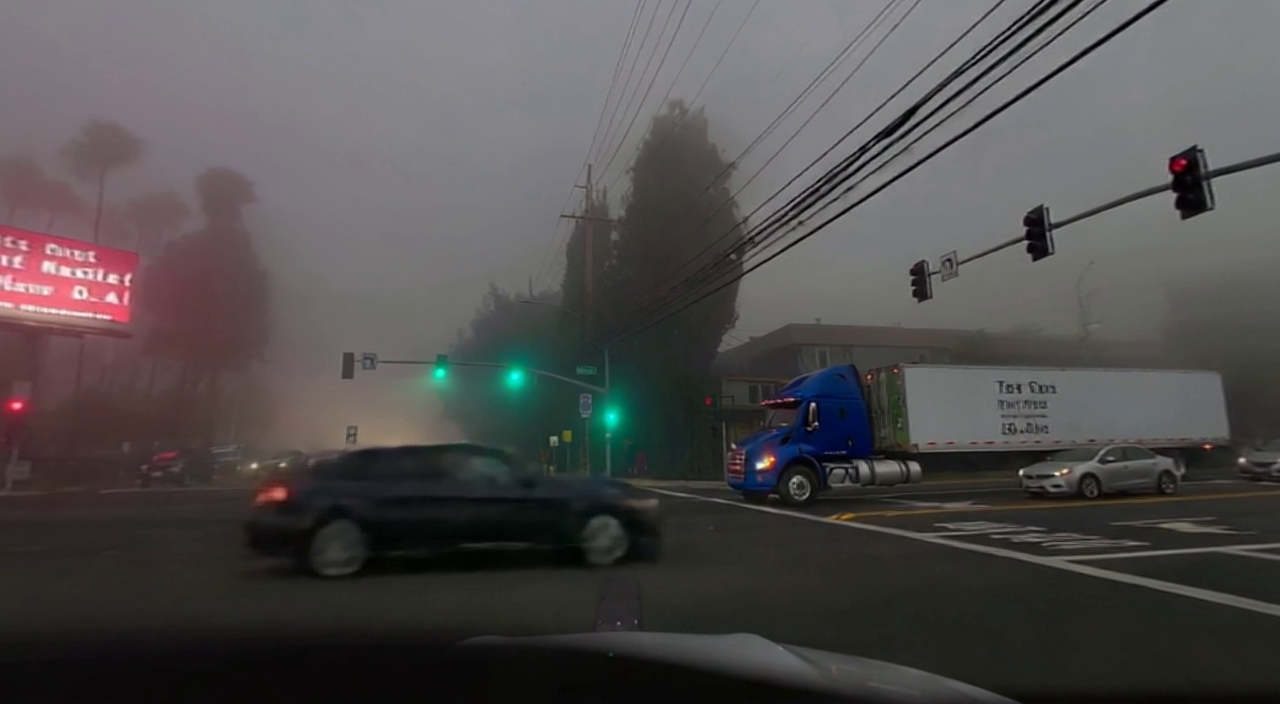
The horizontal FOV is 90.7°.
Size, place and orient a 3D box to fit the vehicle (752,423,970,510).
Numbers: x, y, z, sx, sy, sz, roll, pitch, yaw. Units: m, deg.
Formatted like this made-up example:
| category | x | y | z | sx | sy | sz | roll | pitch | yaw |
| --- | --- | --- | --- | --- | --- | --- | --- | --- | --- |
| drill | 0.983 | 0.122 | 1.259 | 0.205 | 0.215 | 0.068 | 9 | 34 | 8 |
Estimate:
| category | x | y | z | sx | sy | sz | roll | pitch | yaw |
| --- | --- | --- | --- | --- | --- | --- | --- | --- | --- |
| vehicle | 5.952 | 3.104 | 17.345 | 5.079 | 1.893 | 2.200 | -1 | -10 | -14 |

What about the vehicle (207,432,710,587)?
| category | x | y | z | sx | sy | sz | roll | pitch | yaw |
| --- | --- | --- | --- | --- | --- | --- | --- | --- | --- |
| vehicle | -1.918 | 1.762 | 7.773 | 5.114 | 1.492 | 2.040 | 2 | -9 | -13 |

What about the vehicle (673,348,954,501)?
| category | x | y | z | sx | sy | sz | roll | pitch | yaw |
| --- | --- | --- | --- | --- | --- | --- | --- | --- | --- |
| vehicle | 5.431 | 2.375 | 20.501 | 8.167 | 4.352 | 3.029 | 2 | -9 | -14 |

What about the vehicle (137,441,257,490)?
| category | x | y | z | sx | sy | sz | roll | pitch | yaw |
| --- | --- | --- | --- | --- | --- | --- | --- | --- | --- |
| vehicle | -25.193 | 6.434 | 36.418 | 2.989 | 2.573 | 6.053 | 1 | -9 | -7 |

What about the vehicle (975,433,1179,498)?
| category | x | y | z | sx | sy | sz | roll | pitch | yaw |
| --- | --- | --- | --- | --- | --- | --- | --- | --- | --- |
| vehicle | 12.878 | 3.336 | 18.756 | 4.958 | 1.510 | 1.949 | -1 | -10 | -13 |

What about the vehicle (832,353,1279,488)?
| category | x | y | z | sx | sy | sz | roll | pitch | yaw |
| --- | --- | --- | --- | --- | --- | --- | --- | --- | --- |
| vehicle | 15.533 | 2.572 | 23.010 | 17.071 | 4.151 | 2.876 | 2 | -9 | -14 |
